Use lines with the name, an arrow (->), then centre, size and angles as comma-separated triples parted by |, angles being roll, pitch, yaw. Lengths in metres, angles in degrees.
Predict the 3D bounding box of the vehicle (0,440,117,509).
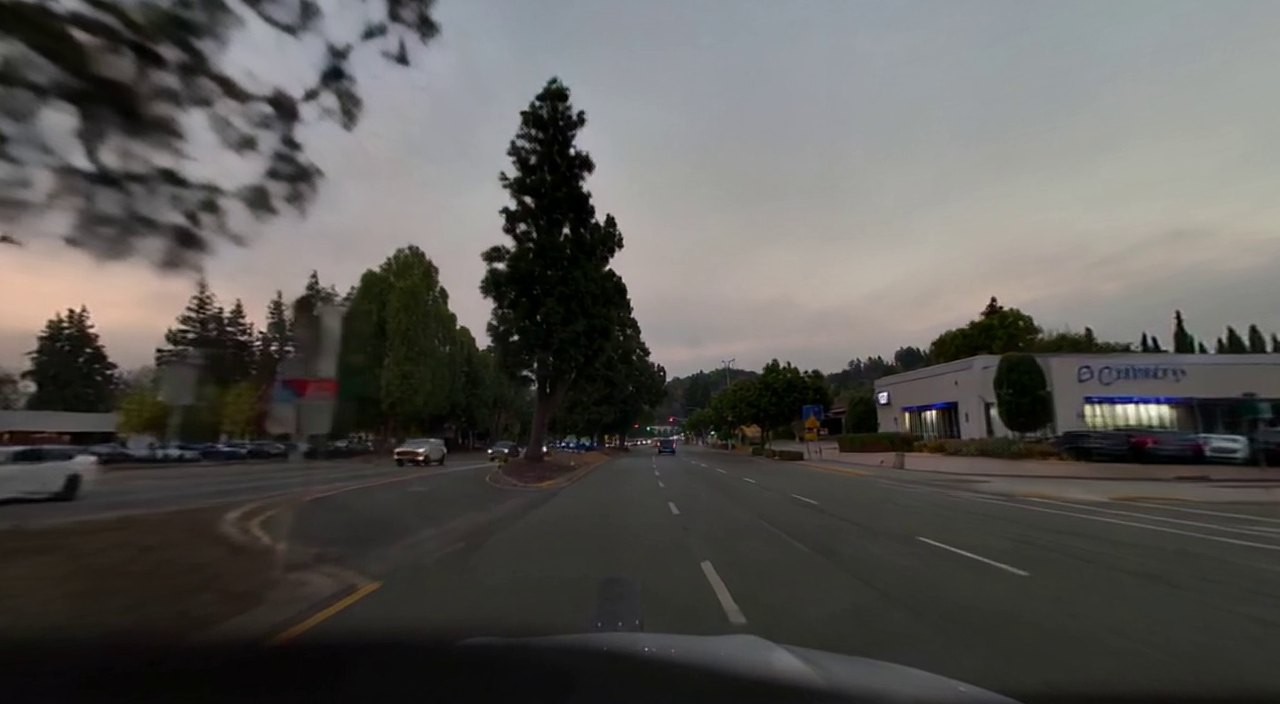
vehicle -> -14.771, 2.744, 14.281 | 1.967, 1.453, 4.539 | 0, -9, 0

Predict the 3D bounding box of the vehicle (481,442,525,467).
vehicle -> -8.998, 6.757, 41.749 | 2.107, 1.560, 3.955 | 0, -9, -1

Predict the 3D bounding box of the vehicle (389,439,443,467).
vehicle -> -14.918, 6.728, 42.282 | 1.924, 1.767, 4.397 | 0, -9, 1
